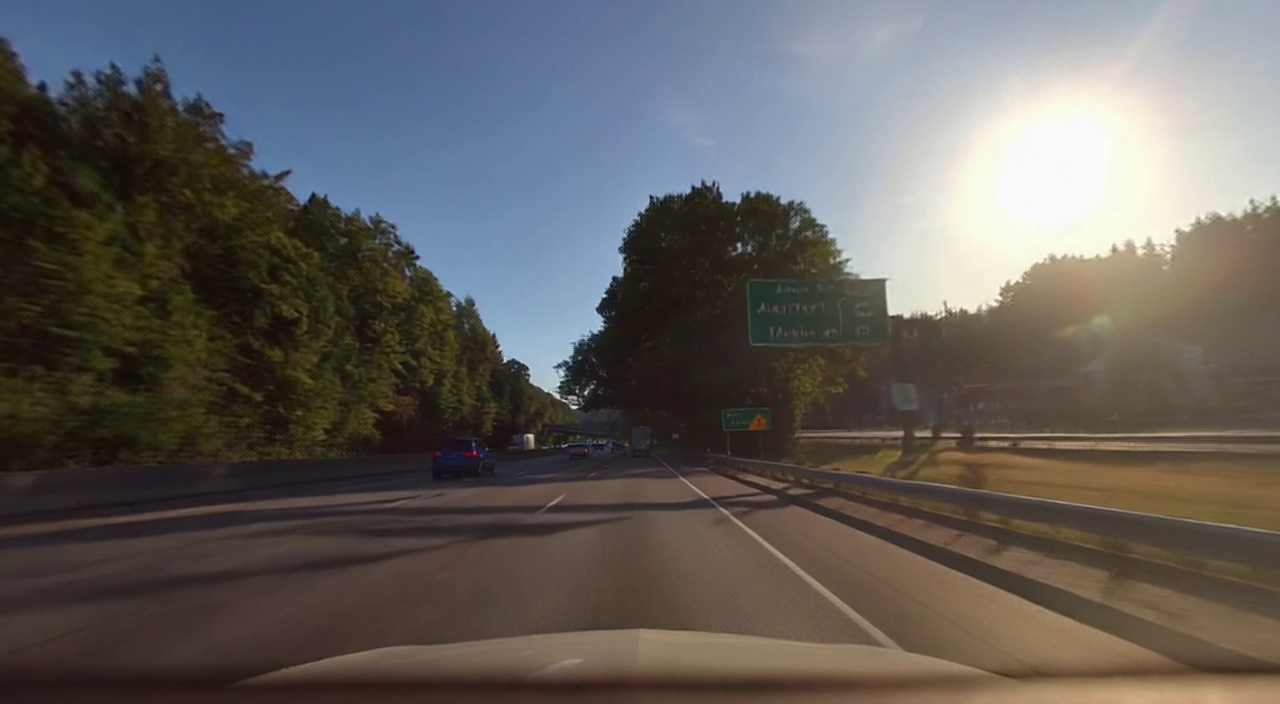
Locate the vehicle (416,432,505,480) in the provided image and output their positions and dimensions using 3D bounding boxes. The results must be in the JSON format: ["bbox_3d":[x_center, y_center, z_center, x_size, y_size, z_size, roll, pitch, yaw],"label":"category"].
[{"bbox_3d":[-7.287,4.275,26.095,2.253,1.815,4.618,0,-9,1],"label":"vehicle"}]
